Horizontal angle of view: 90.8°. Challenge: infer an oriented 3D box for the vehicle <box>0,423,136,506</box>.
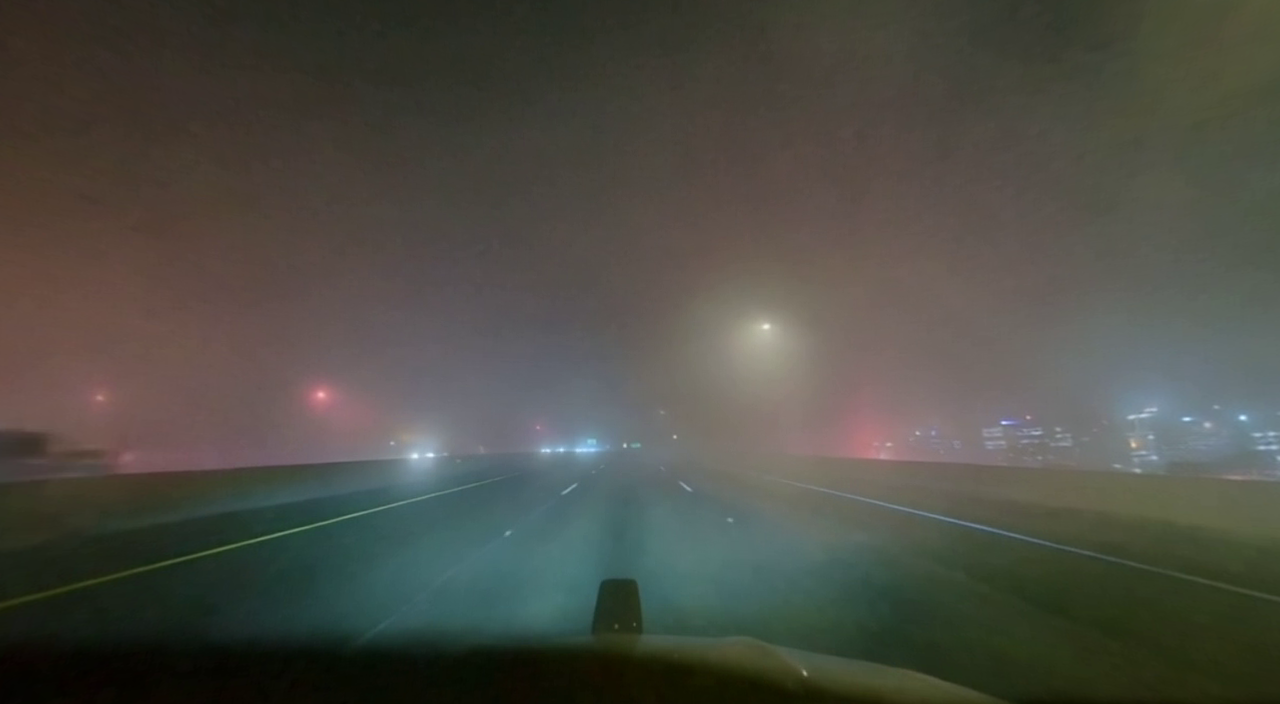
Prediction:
[{"bbox_3d":[-15.476,2.603,14.659,2.475,1.824,6.214,-1,-8,-1],"label":"vehicle"}]
